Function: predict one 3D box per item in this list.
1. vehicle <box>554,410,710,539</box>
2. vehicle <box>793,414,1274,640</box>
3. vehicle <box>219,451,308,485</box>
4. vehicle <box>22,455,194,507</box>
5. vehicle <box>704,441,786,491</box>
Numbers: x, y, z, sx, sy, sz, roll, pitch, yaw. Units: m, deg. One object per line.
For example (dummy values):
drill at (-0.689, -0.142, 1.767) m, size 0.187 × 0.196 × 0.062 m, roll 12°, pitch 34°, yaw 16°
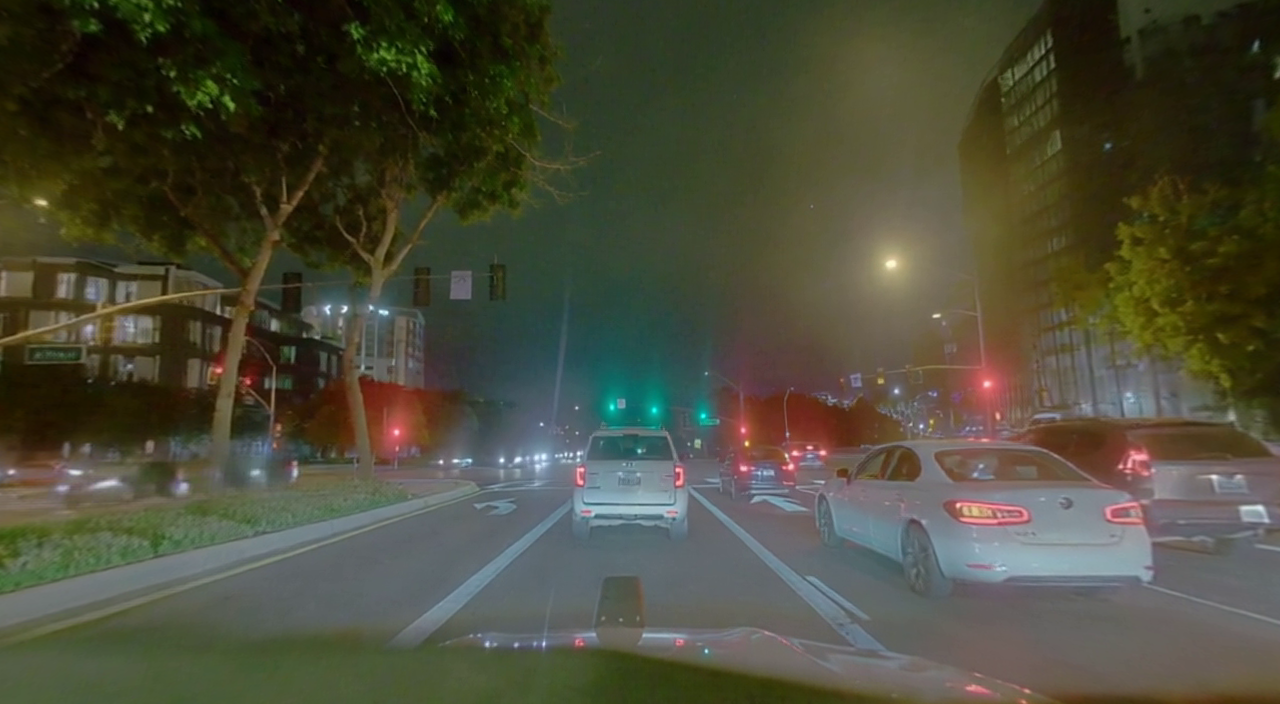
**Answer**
vehicle at (-0.148, 2.088, 11.322) m, size 2.236 × 1.827 × 4.316 m, roll 0°, pitch -9°, yaw -1°
vehicle at (3.348, 1.578, 6.866) m, size 2.034 × 1.558 × 4.774 m, roll 0°, pitch -9°, yaw -2°
vehicle at (-20.916, 6.427, 35.359) m, size 2.138 × 1.708 × 4.589 m, roll -1°, pitch -9°, yaw 1°
vehicle at (-17.413, 4.217, 21.056) m, size 1.836 × 1.468 × 4.449 m, roll 0°, pitch -9°, yaw 0°
vehicle at (3.496, 3.879, 21.820) m, size 2.004 × 1.523 × 4.263 m, roll 0°, pitch -9°, yaw -1°
